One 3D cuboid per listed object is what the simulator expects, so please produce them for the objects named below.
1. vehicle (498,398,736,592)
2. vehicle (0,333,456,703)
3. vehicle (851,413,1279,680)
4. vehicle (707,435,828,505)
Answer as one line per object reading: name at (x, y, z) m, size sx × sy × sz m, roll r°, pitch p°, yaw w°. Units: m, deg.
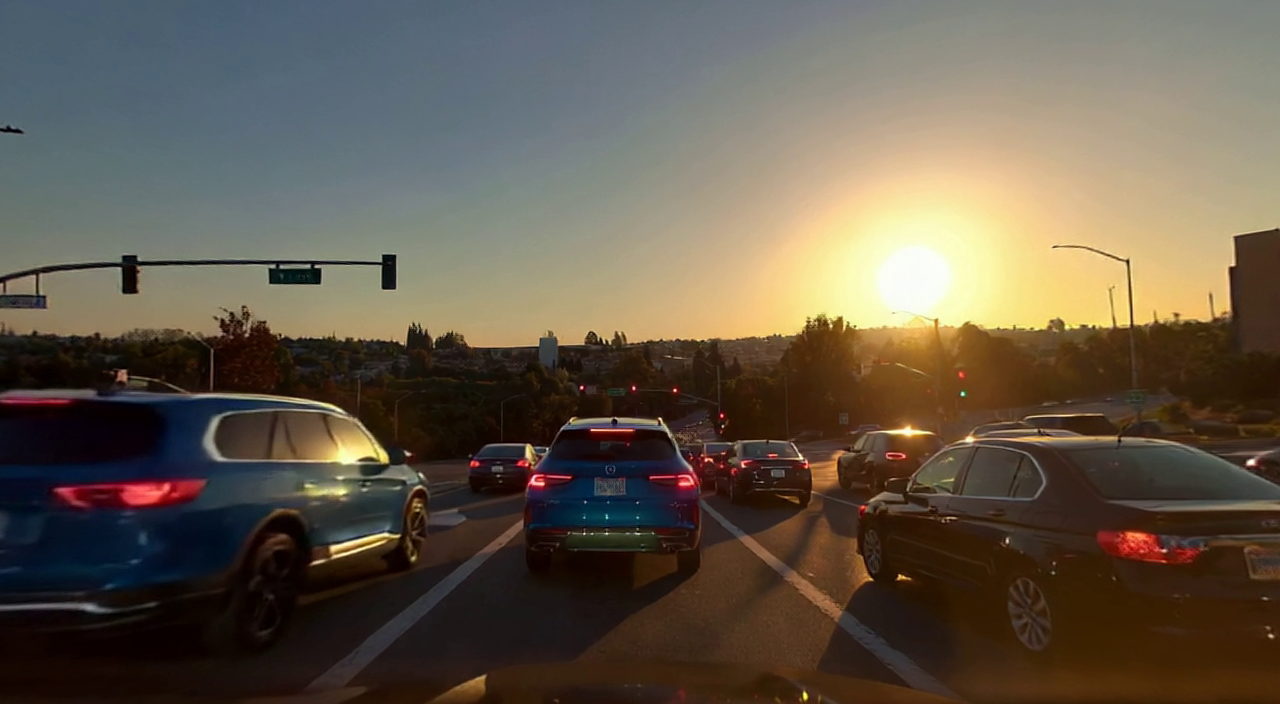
vehicle at (-0.268, 1.550, 7.624) m, size 2.101 × 1.707 × 3.904 m, roll 0°, pitch -8°, yaw -2°
vehicle at (-3.303, 1.169, 5.090) m, size 2.186 × 1.794 × 4.972 m, roll 0°, pitch -8°, yaw -1°
vehicle at (3.627, 1.397, 5.709) m, size 1.861 × 1.478 × 4.185 m, roll 0°, pitch -8°, yaw -2°
vehicle at (2.987, 2.857, 15.774) m, size 1.950 × 1.506 × 4.086 m, roll 0°, pitch -8°, yaw -3°
